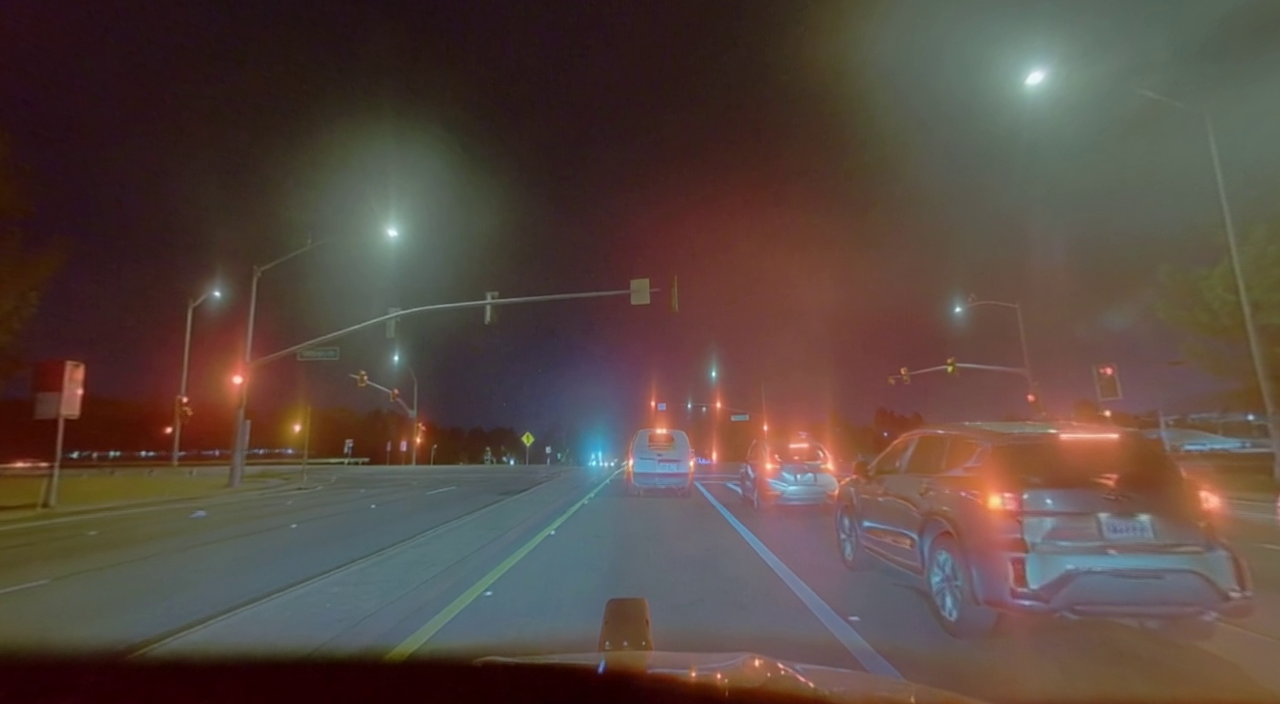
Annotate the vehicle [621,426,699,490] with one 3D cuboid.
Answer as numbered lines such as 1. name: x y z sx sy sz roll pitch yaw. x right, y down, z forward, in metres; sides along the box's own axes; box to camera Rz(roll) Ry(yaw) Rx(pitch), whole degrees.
1. vehicle: 0.562 3.395 20.495 2.245 1.800 4.522 0 -8 -1

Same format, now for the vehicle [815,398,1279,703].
1. vehicle: 2.981 1.280 4.937 2.078 1.578 4.107 0 -8 1
